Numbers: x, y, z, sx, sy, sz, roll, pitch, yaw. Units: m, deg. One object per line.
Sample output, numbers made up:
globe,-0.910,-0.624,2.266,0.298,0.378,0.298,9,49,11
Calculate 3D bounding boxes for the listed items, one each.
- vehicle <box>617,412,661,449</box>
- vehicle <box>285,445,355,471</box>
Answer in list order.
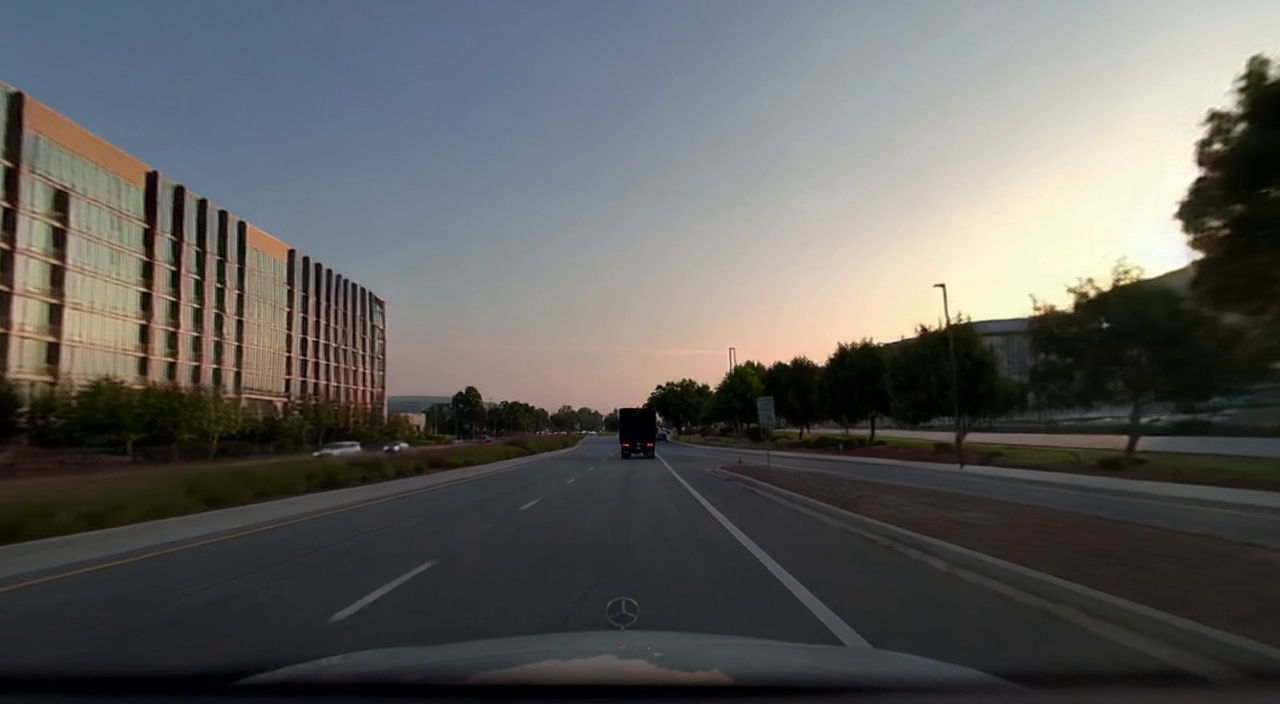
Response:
vehicle,-0.129,4.307,34.093,2.178,1.829,4.932,0,-9,-2
vehicle,-20.098,6.689,39.939,1.935,1.525,4.614,0,-9,0
